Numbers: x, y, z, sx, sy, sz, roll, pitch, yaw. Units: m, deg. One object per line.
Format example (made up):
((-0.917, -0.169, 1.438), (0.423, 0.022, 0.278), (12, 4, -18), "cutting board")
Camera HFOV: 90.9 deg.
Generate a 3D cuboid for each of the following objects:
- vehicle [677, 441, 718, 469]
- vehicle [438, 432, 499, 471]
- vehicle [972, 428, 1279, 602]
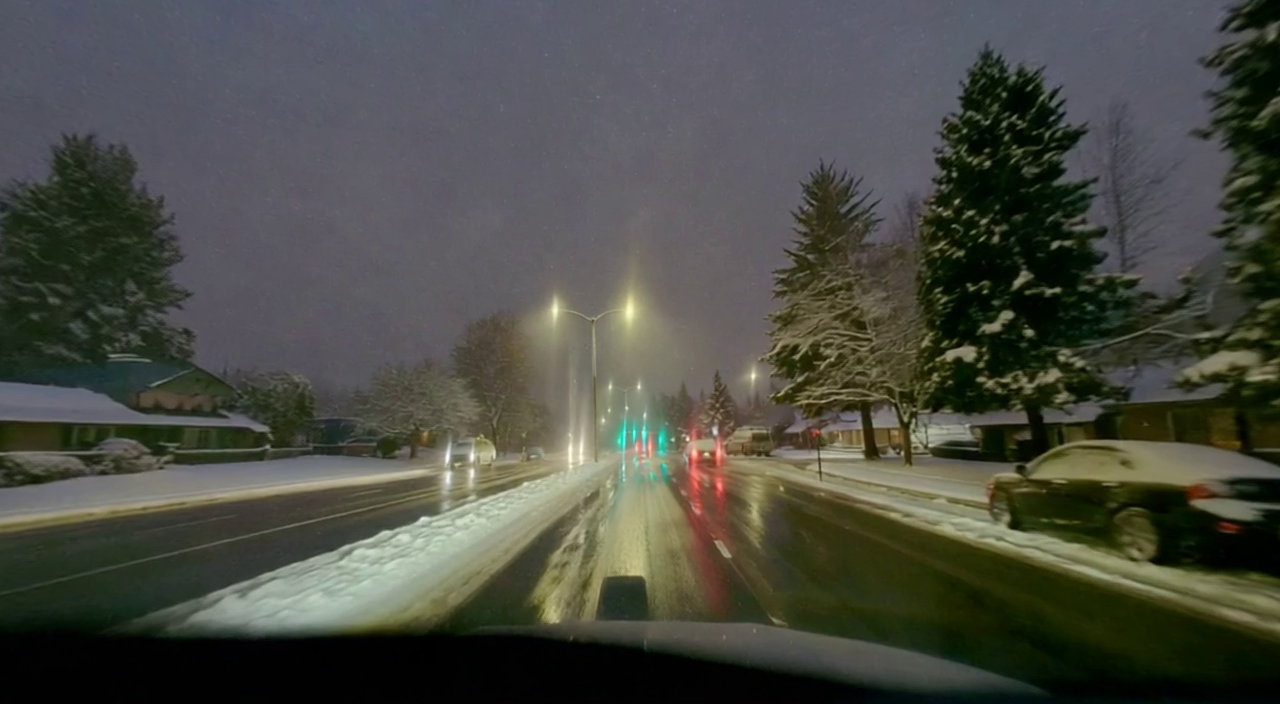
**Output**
((3.222, 5.837, 35.915), (1.960, 1.479, 4.086), (0, -8, 0), "vehicle")
((-11.564, 6.761, 42.970), (2.347, 2.428, 6.149), (0, -8, 1), "vehicle")
((6.453, 1.760, 7.870), (1.999, 1.476, 4.791), (0, -8, 0), "vehicle")
